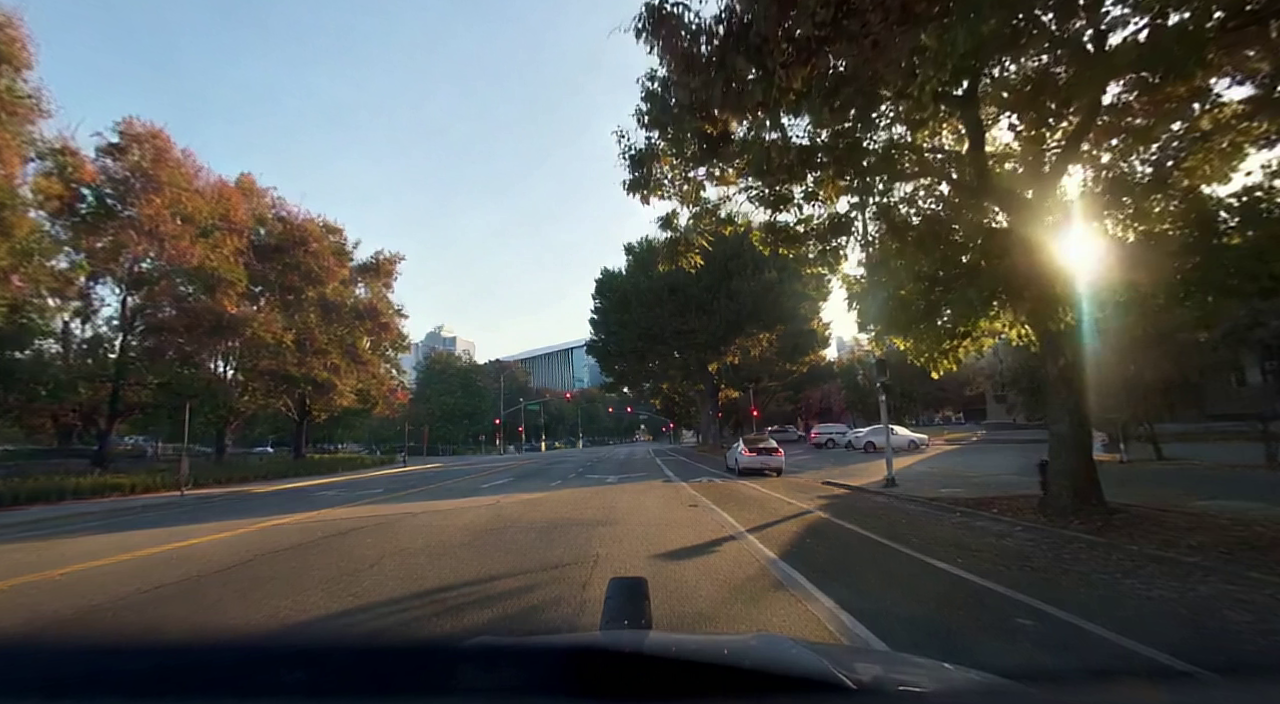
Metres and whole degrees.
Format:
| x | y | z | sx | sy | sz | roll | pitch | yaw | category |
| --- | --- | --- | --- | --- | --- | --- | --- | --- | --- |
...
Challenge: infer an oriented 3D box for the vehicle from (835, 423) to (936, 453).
| x | y | z | sx | sy | sz | roll | pitch | yaw | category |
| --- | --- | --- | --- | --- | --- | --- | --- | --- | --- |
| 12.116 | 4.271 | 31.302 | 4.227 | 1.451 | 1.874 | 0 | -7 | 1 | vehicle |

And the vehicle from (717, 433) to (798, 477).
| x | y | z | sx | sy | sz | roll | pitch | yaw | category |
| --- | --- | --- | --- | --- | --- | --- | --- | --- | --- |
| 4.215 | 3.791 | 23.356 | 2.006 | 1.448 | 4.671 | 0 | -8 | -1 | vehicle |
